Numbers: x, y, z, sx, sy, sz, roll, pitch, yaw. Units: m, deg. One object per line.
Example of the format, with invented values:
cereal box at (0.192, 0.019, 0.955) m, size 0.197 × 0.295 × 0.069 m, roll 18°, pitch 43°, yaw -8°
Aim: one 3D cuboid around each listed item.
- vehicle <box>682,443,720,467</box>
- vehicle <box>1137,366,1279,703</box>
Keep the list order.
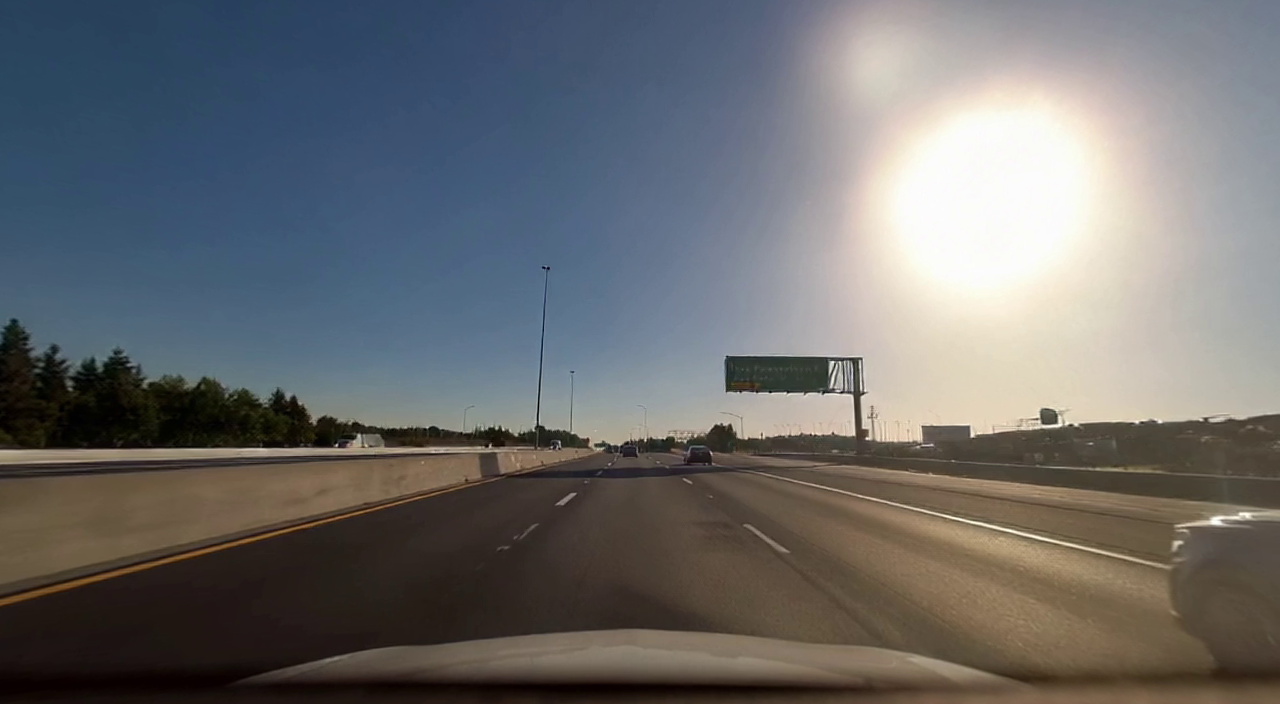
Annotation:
vehicle at (4.008, 6.834, 41.796) m, size 1.984 × 1.540 × 3.973 m, roll 0°, pitch -9°, yaw -2°
vehicle at (3.834, 0.641, 1.276) m, size 2.058 × 1.613 × 4.275 m, roll 0°, pitch -9°, yaw -1°
